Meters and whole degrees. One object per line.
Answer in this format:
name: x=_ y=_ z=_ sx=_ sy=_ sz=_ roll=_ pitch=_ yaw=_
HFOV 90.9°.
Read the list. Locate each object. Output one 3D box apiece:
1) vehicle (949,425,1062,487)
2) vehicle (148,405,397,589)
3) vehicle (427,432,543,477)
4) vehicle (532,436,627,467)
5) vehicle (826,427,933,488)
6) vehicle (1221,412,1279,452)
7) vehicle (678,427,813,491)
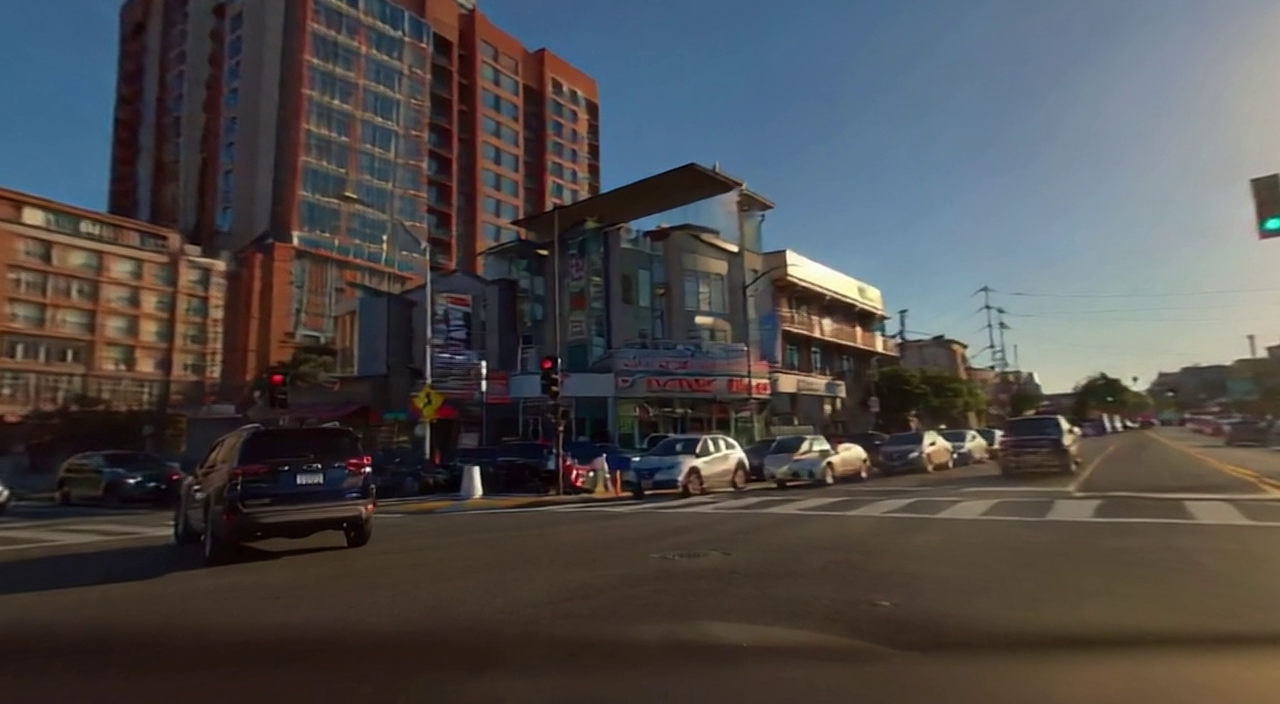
vehicle: x=10.365 y=2.885 z=17.709 sx=2.149 sy=1.487 sz=4.667 roll=-6 pitch=-10 yaw=36
vehicle: x=-5.421 y=1.843 z=8.978 sx=2.157 sy=1.863 sz=4.665 roll=7 pitch=-11 yaw=-39
vehicle: x=-6.398 y=4.201 z=25.967 sx=4.511 sy=1.670 sz=2.082 roll=-6 pitch=-12 yaw=35
vehicle: x=-2.917 y=4.670 z=29.789 sx=4.286 sy=1.210 sz=1.877 roll=-6 pitch=-5 yaw=37
vehicle: x=7.126 y=3.067 z=18.549 sx=1.931 sy=1.561 sz=3.882 roll=-6 pitch=-10 yaw=35
vehicle: x=32.791 y=4.299 z=33.385 sx=2.115 sy=1.932 sz=5.189 roll=-6 pitch=-10 yaw=34
vehicle: x=3.452 y=3.302 z=19.788 sx=1.993 sy=1.708 sz=5.219 roll=-6 pitch=-10 yaw=36
